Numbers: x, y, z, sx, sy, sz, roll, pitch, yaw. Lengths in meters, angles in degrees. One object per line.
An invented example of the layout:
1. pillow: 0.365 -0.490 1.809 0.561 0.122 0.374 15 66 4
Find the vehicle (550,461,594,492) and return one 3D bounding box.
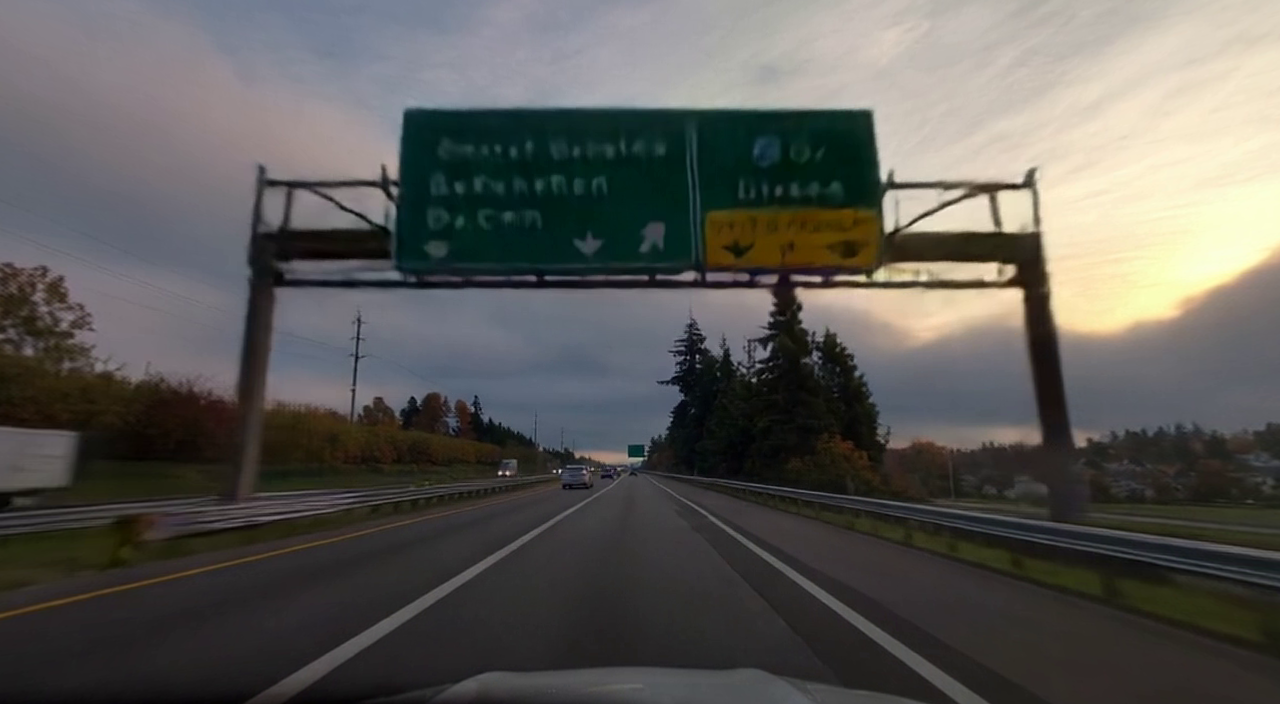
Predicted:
1. vehicle: -4.331 8.089 41.109 2.254 1.809 5.839 1 -11 0
